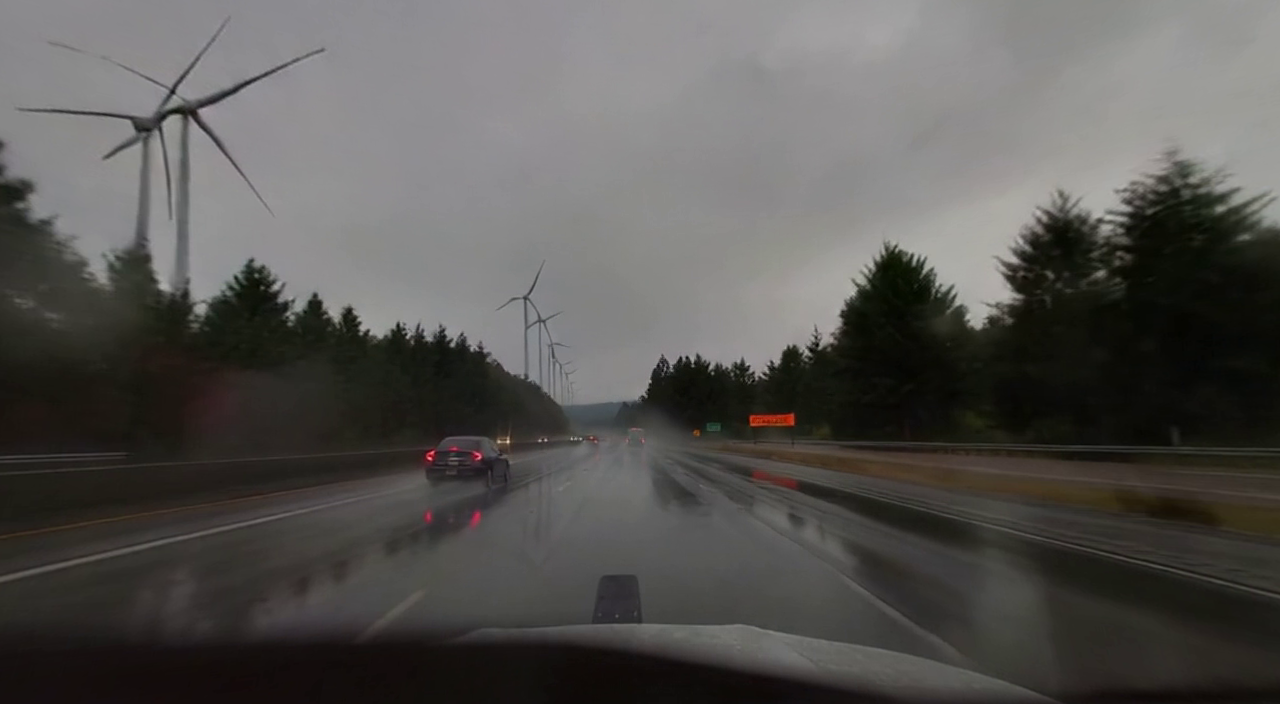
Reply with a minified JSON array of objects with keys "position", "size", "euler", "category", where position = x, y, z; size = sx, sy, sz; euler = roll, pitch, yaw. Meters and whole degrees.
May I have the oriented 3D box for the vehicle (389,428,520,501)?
[{"position":[-4.246,2.613,15.159],"size":[1.950,1.511,3.965],"euler":[0,-8,0],"category":"vehicle"}]
